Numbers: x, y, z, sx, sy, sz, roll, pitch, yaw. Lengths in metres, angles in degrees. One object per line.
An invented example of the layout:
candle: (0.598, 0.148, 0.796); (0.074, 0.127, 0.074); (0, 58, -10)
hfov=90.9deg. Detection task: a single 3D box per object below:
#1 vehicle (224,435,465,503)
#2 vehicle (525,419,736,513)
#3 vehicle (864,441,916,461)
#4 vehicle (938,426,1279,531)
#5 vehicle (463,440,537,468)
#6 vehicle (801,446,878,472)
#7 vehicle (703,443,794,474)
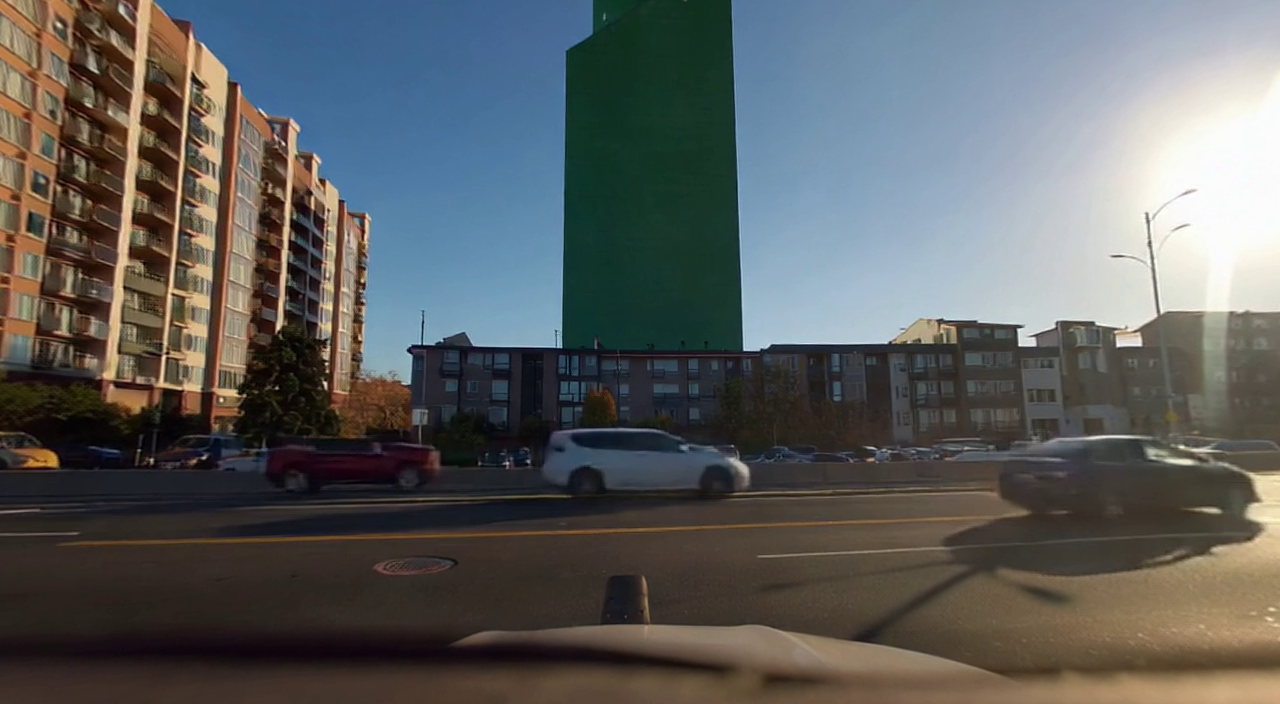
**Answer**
vehicle: (-6.800, 2.747, 15.066); (4.795, 1.465, 1.882); (1, -9, -8)
vehicle: (-0.279, 2.269, 12.837); (4.011, 1.697, 1.857); (1, -9, -10)
vehicle: (19.644, 7.796, 49.697); (2.133, 1.494, 4.108); (1, -8, -5)
vehicle: (7.896, 2.067, 10.739); (4.685, 1.528, 2.014); (1, -9, -9)
vehicle: (-10.291, 7.500, 46.474); (4.920, 1.956, 1.865); (-2, -9, 14)
vehicle: (12.606, 6.769, 39.971); (4.215, 1.575, 1.884); (2, -9, -12)
vehicle: (6.612, 6.519, 38.708); (5.127, 1.803, 2.011); (1, -9, -9)
